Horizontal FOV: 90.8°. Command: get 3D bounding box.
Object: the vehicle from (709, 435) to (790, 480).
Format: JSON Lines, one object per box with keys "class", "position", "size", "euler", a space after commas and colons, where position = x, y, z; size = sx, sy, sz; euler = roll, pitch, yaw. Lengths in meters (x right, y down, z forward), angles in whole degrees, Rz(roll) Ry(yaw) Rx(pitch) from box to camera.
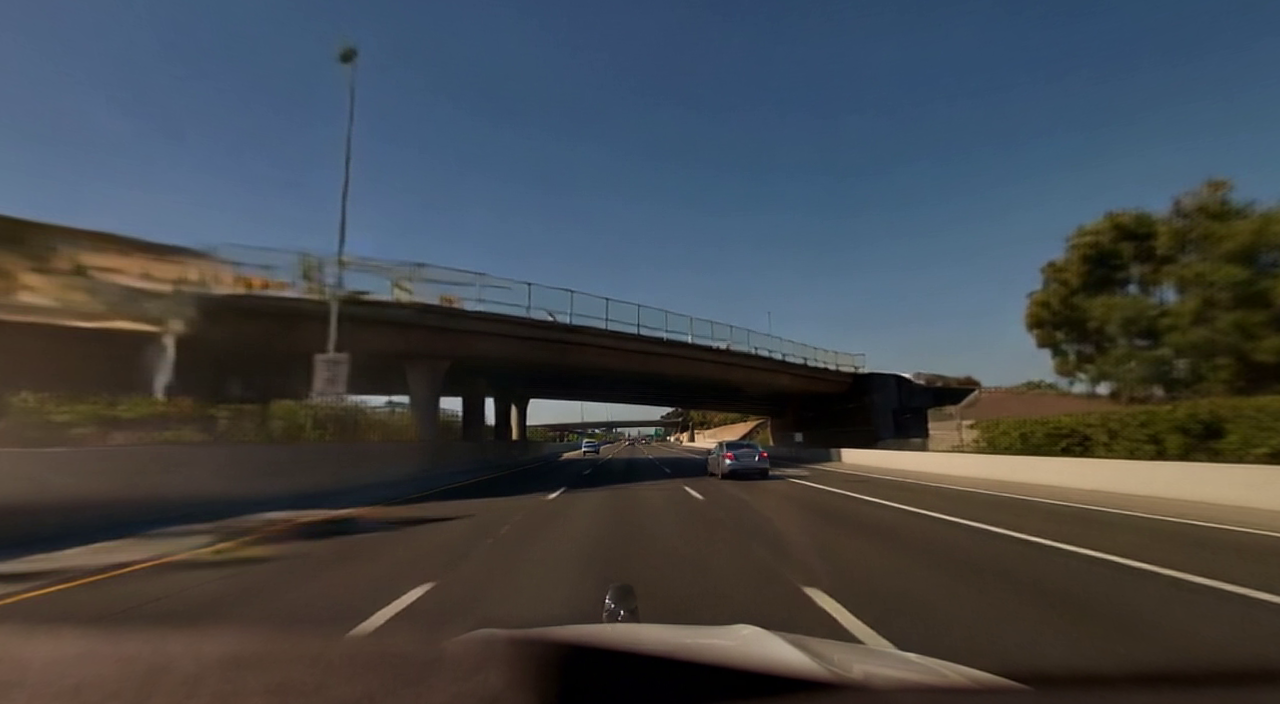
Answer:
{"class": "vehicle", "position": [3.945, 3.884, 23.465], "size": [2.060, 1.485, 4.274], "euler": [0, -9, -2]}
